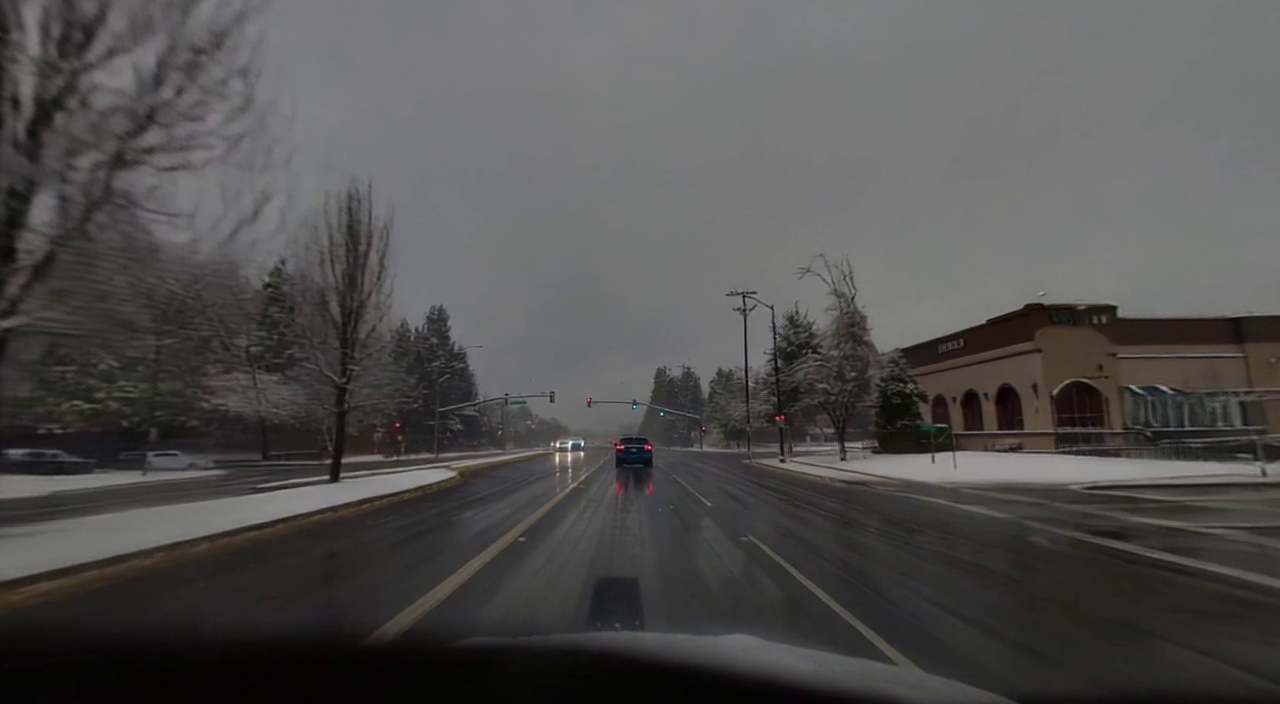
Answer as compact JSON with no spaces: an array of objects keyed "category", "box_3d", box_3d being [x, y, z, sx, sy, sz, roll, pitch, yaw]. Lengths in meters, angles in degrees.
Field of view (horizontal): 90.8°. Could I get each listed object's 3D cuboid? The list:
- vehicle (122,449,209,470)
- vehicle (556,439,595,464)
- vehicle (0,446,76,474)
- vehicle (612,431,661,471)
[{"category":"vehicle","box_3d":[-34.320,7.809,45.797,4.608,1.435,2.076,0,-8,-1]},{"category":"vehicle","box_3d":[-4.026,6.289,40.115,2.075,1.474,4.367,0,-8,0]},{"category":"vehicle","box_3d":[-39.195,6.991,41.302,2.271,1.687,4.754,4,-9,-28]},{"category":"vehicle","box_3d":[-0.207,4.813,30.763,2.188,1.782,3.982,0,-8,-1]}]
